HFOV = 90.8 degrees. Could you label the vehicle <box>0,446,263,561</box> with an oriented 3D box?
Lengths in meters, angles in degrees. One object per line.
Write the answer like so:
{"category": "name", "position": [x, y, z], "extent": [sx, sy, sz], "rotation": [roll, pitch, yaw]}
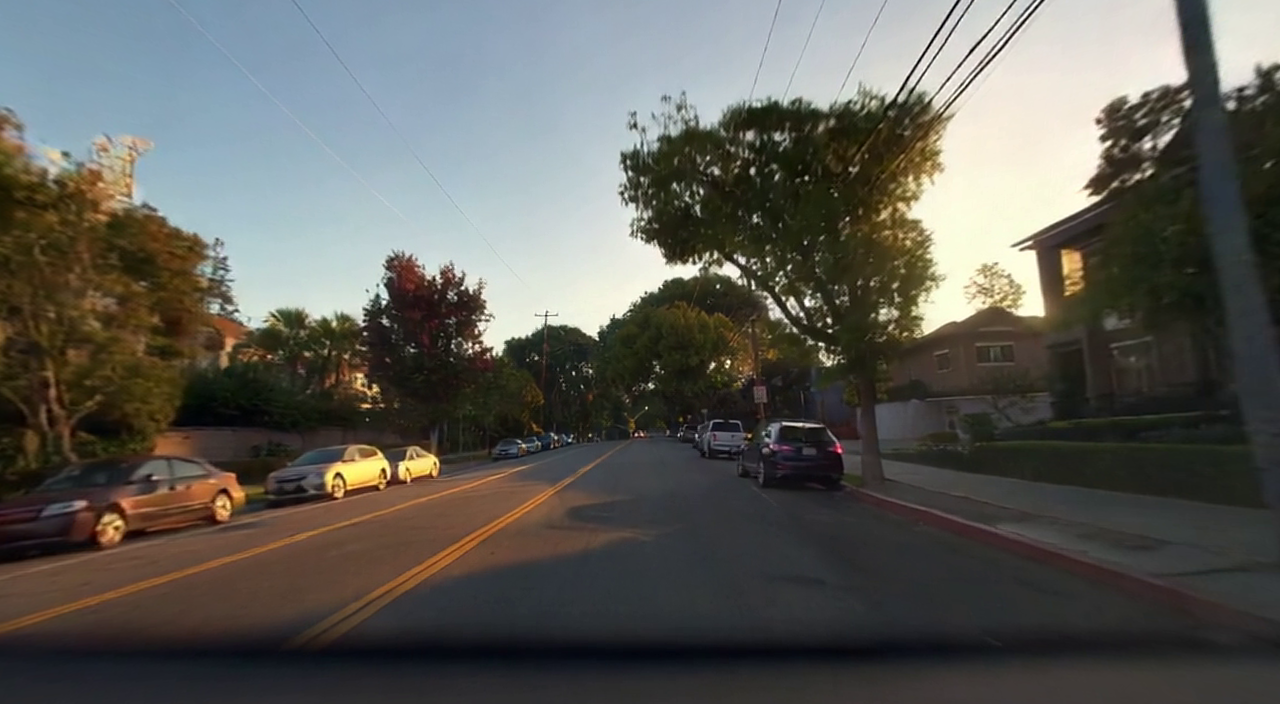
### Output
{"category": "vehicle", "position": [-9.503, 2.625, 11.830], "extent": [1.926, 1.652, 4.527], "rotation": [-1, -8, 3]}

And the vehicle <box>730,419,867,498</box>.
{"category": "vehicle", "position": [3.720, 2.526, 15.817], "extent": [2.089, 1.638, 4.628], "rotation": [-1, -6, -2]}

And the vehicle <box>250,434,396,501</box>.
{"category": "vehicle", "position": [-9.347, 3.395, 19.136], "extent": [2.061, 1.748, 4.316], "rotation": [-1, -8, 2]}

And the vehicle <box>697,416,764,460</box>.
{"category": "vehicle", "position": [3.924, 3.841, 28.376], "extent": [2.225, 1.759, 4.817], "rotation": [-1, -7, -1]}

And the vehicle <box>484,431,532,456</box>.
{"category": "vehicle", "position": [-8.767, 6.140, 42.364], "extent": [2.208, 1.508, 4.590], "rotation": [-1, -8, 1]}
